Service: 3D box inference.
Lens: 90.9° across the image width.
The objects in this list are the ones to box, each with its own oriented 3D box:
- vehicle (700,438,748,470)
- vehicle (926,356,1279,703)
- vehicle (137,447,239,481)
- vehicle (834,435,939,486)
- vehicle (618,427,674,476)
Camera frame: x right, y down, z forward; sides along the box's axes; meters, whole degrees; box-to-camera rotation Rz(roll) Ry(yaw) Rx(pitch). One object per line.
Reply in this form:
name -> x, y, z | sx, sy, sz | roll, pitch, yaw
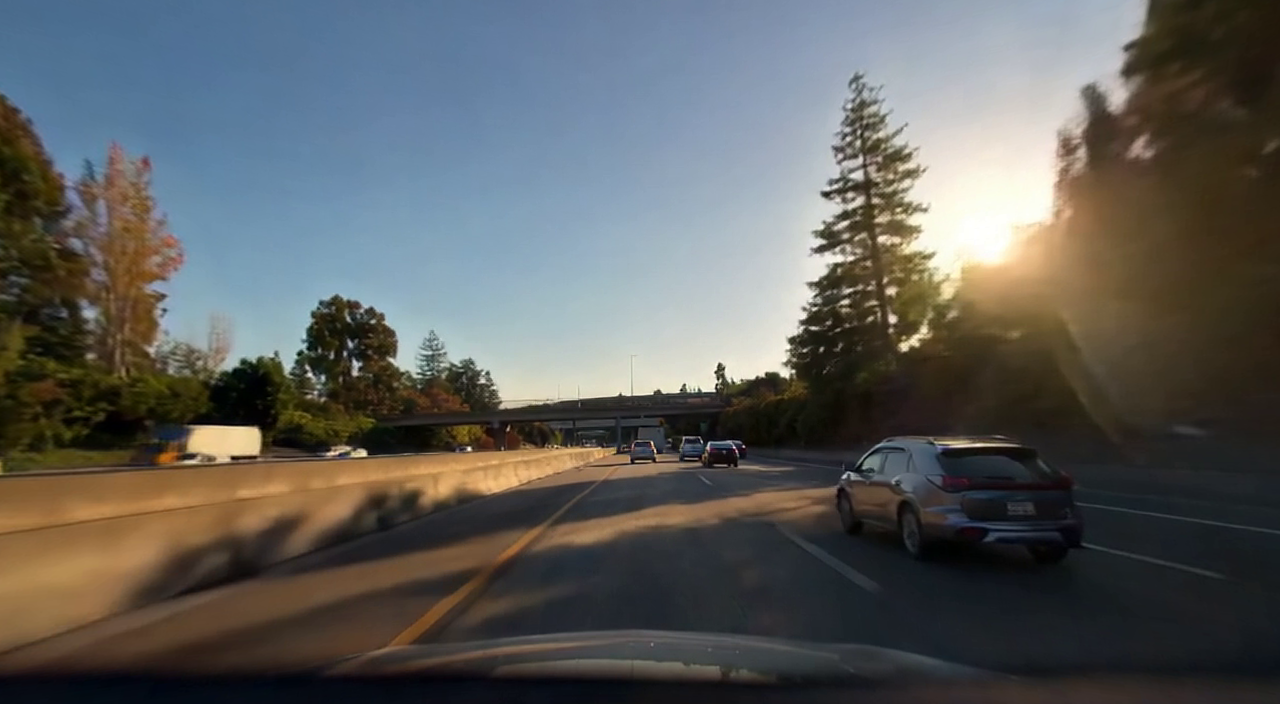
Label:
vehicle -> 4.180, 5.130, 31.917 | 1.825, 1.487, 4.034 | 0, -8, -1
vehicle -> 3.722, 1.005, 3.728 | 2.003, 1.661, 4.418 | -1, -8, 1
vehicle -> -23.509, 5.808, 33.047 | 1.910, 1.615, 4.586 | 0, -8, 0
vehicle -> 8.084, 3.584, 21.137 | 1.810, 1.516, 4.183 | 0, -8, 0
vehicle -> 0.207, 4.197, 26.787 | 2.189, 1.852, 4.038 | 0, -8, 0
